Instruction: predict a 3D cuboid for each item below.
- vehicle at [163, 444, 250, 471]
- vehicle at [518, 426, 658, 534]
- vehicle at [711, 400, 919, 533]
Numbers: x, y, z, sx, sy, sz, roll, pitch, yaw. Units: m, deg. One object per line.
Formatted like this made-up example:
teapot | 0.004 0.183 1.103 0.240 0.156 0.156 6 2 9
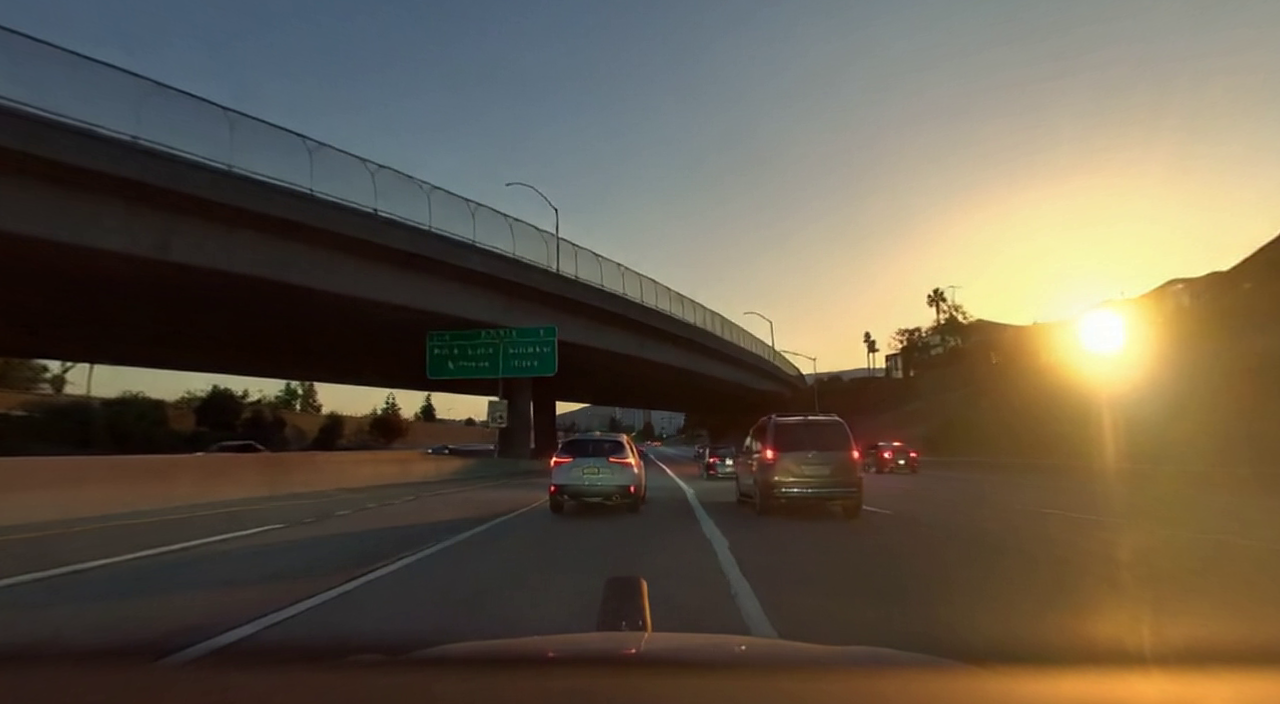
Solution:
vehicle | -26.555 6.451 38.673 1.918 1.541 4.690 0 -8 2
vehicle | -0.748 2.283 11.865 2.099 1.640 4.134 0 -8 3
vehicle | 3.073 2.207 12.834 2.732 2.065 5.826 0 -8 2
